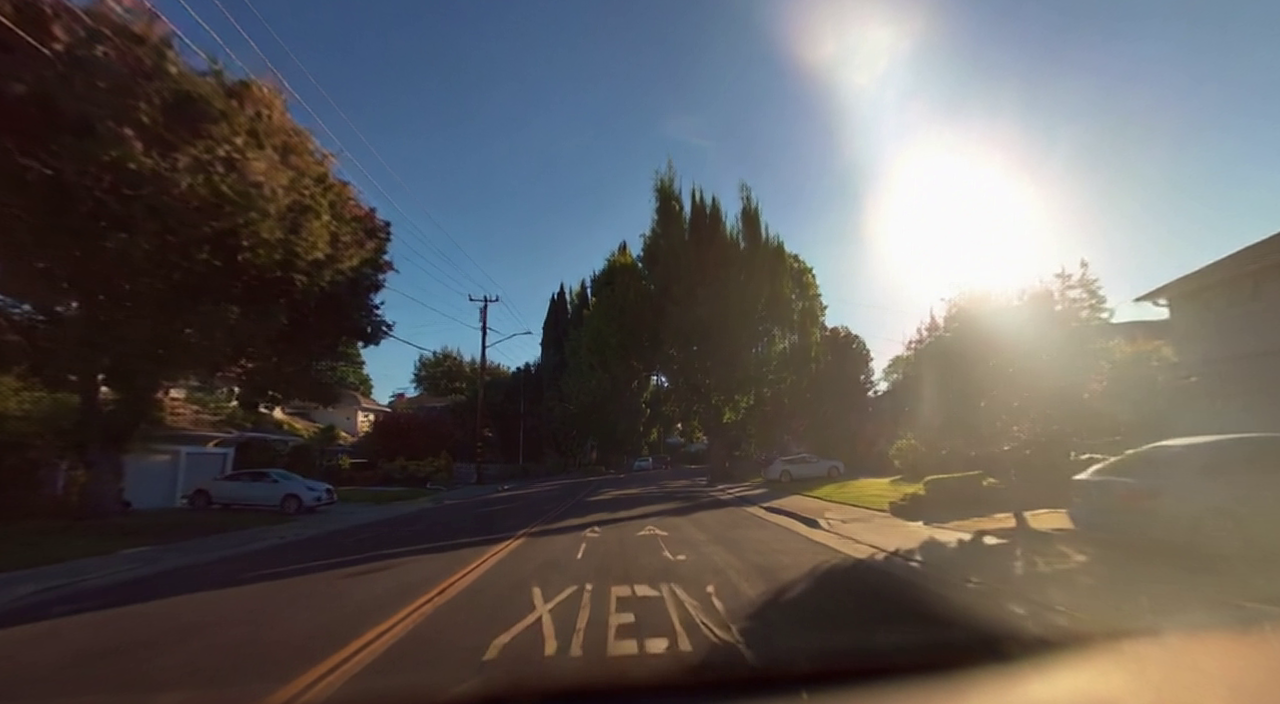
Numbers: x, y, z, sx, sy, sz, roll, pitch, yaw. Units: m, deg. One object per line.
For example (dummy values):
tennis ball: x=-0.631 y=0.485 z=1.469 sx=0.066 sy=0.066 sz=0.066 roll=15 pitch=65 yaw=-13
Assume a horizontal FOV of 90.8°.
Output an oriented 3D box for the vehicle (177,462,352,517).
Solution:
vehicle: x=-11.738 y=4.295 z=19.968 sx=4.243 sy=1.598 sz=2.003 roll=0 pitch=-9 yaw=3

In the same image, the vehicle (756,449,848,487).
vehicle: x=7.706 y=5.522 z=30.334 sx=3.846 sy=1.725 sz=1.920 roll=1 pitch=-9 yaw=-4

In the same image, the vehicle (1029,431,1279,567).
vehicle: x=8.774 y=1.953 z=8.792 sx=5.379 sy=1.611 sz=2.040 roll=0 pitch=-9 yaw=-2
